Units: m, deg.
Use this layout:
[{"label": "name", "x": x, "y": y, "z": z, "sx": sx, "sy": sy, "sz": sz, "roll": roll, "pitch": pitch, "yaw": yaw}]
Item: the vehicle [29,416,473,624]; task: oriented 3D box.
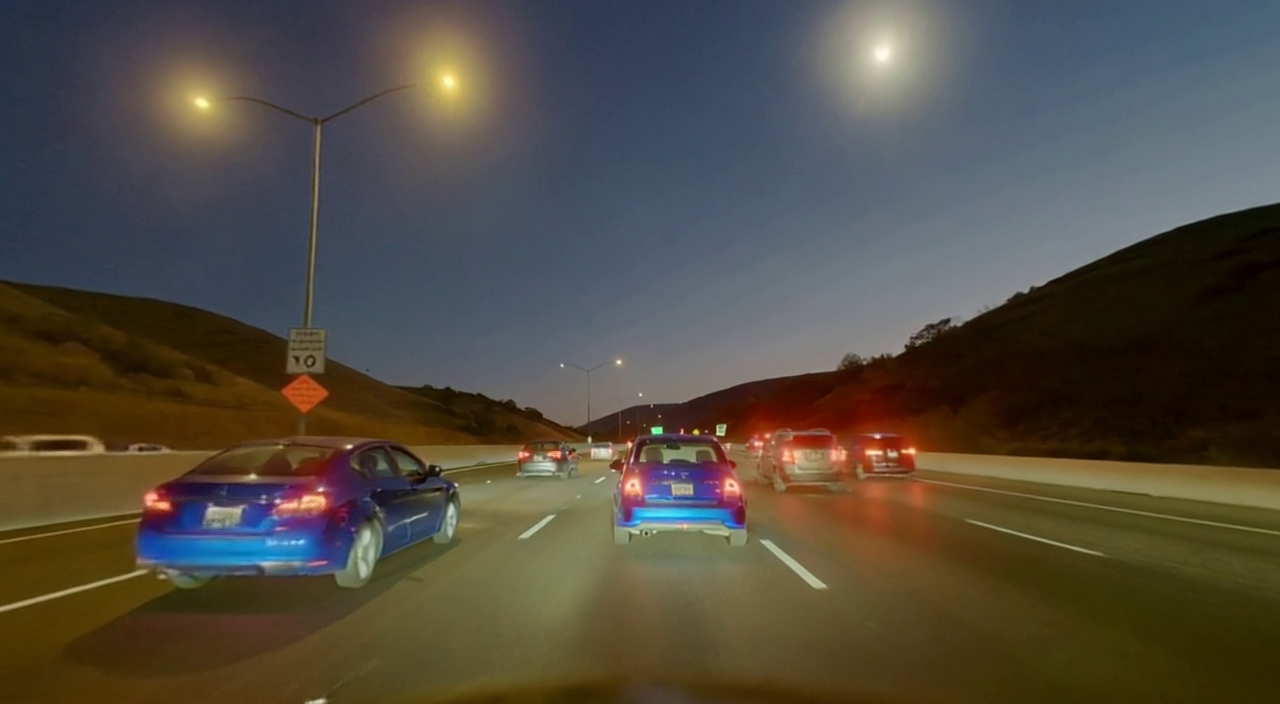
[{"label": "vehicle", "x": -3.442, "y": 1.557, "z": 6.864, "sx": 2.033, "sy": 1.513, "sz": 4.333, "roll": 0, "pitch": -8, "yaw": 1}]

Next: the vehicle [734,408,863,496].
[{"label": "vehicle", "x": 3.779, "y": 2.503, "z": 15.977, "sx": 2.086, "sy": 1.884, "sz": 4.547, "roll": 0, "pitch": -8, "yaw": 0}]

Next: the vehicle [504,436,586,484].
[{"label": "vehicle", "x": -3.133, "y": 3.661, "z": 21.713, "sx": 2.017, "sy": 1.446, "sz": 4.384, "roll": 0, "pitch": -8, "yaw": 2}]

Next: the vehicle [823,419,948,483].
[{"label": "vehicle", "x": 7.469, "y": 3.083, "z": 19.793, "sx": 2.071, "sy": 1.754, "sz": 4.586, "roll": 0, "pitch": -8, "yaw": 0}]

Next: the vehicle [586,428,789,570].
[{"label": "vehicle", "x": 0.508, "y": 1.803, "z": 8.490, "sx": 2.072, "sy": 1.431, "sz": 3.904, "roll": 0, "pitch": -8, "yaw": 1}]
